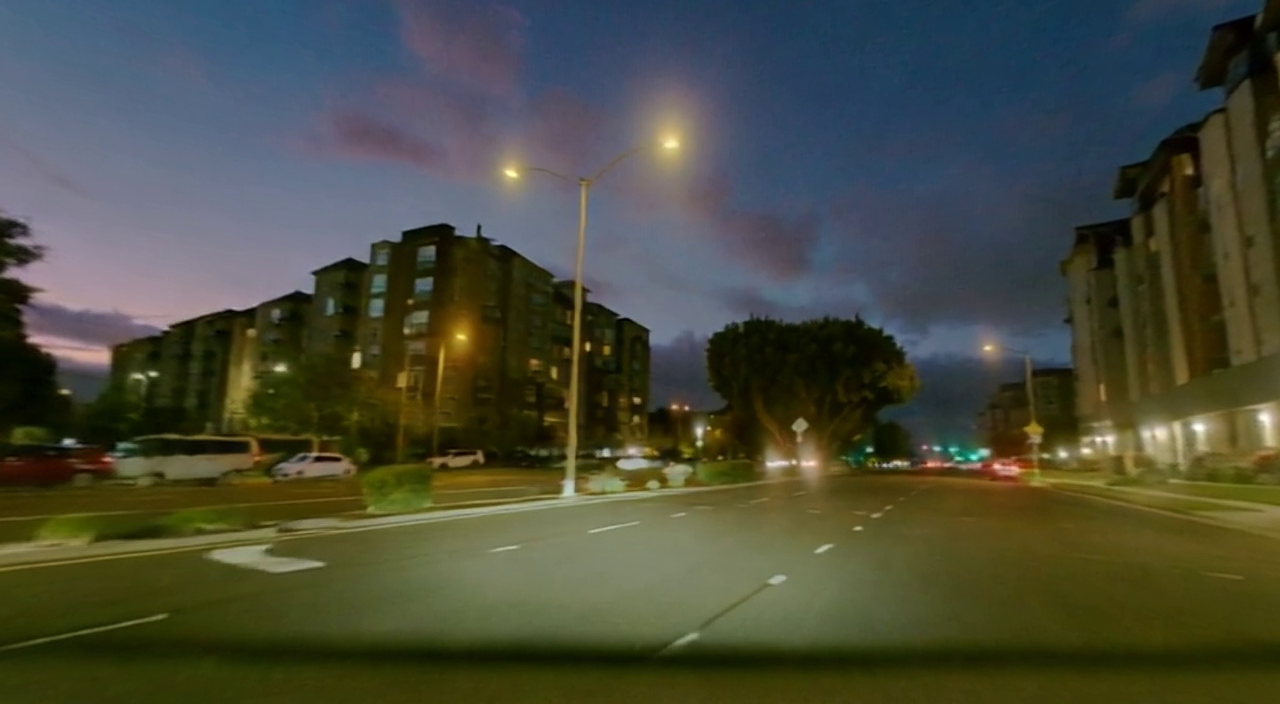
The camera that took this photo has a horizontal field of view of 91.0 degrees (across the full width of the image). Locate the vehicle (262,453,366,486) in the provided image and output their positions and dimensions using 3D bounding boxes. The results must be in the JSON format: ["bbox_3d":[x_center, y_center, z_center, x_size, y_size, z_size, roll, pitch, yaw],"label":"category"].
[{"bbox_3d":[-16.396,5.890,31.894,1.816,1.496,4.384,-4,-10,25],"label":"vehicle"}]

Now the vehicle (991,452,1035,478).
[{"bbox_3d":[28.827,8.688,48.757,2.241,1.877,4.810,-4,-9,23],"label":"vehicle"}]

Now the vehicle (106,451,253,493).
[{"bbox_3d":[-18.557,4.868,25.701,1.933,1.479,4.718,-4,-11,10],"label":"vehicle"}]

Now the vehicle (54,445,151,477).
[{"bbox_3d":[-26.620,5.353,31.182,4.220,1.450,2.086,-4,-10,27],"label":"vehicle"}]
